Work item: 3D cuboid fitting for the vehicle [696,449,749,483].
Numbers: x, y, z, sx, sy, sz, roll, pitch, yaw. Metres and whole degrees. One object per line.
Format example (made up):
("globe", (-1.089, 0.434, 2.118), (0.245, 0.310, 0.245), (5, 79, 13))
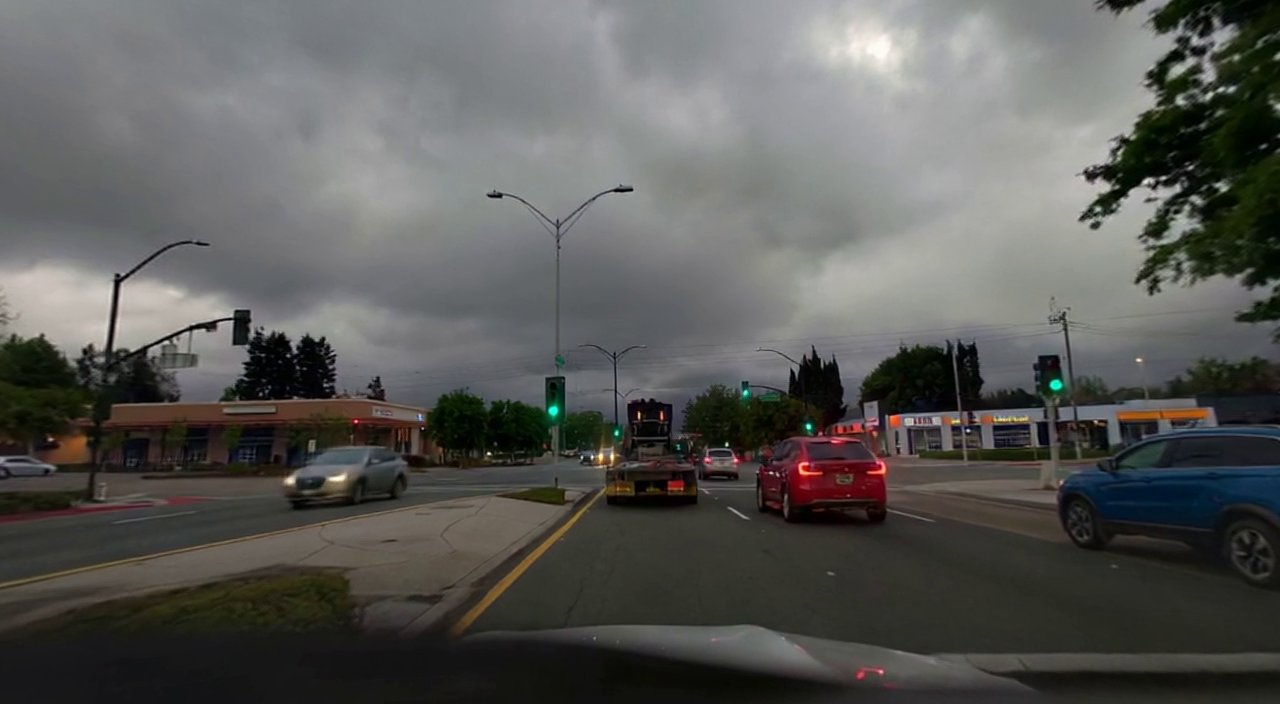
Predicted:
("vehicle", (4.018, 5.604, 31.313), (1.967, 1.515, 4.378), (0, -9, -1))

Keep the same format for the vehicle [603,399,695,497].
("vehicle", (0.253, 2.787, 18.423), (2.370, 2.518, 3.858), (0, -8, 1))

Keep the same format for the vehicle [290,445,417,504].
("vehicle", (-8.449, 3.617, 19.051), (1.889, 1.576, 4.044), (0, -9, 0))

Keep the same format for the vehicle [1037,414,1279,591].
("vehicle", (7.178, 1.669, 7.487), (1.982, 1.698, 4.408), (0, -9, 0))

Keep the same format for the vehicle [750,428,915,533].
("vehicle", (3.648, 2.509, 12.899), (2.025, 1.754, 4.311), (0, -9, 0))
